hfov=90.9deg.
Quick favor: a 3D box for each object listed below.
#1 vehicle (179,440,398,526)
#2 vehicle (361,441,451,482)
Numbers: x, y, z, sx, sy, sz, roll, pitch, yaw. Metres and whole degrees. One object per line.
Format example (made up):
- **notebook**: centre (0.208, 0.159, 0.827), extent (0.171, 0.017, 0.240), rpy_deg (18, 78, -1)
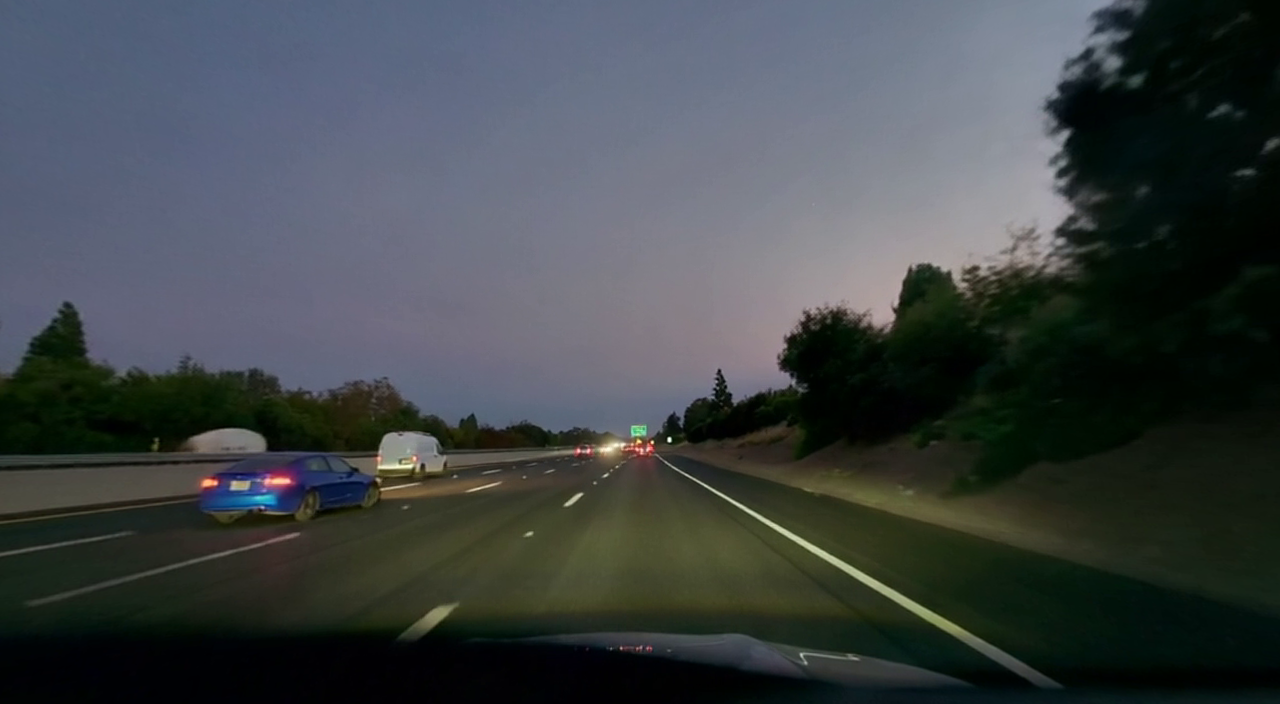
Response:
- **vehicle**: centre (-7.158, 2.680, 13.608), extent (1.981, 1.486, 4.735), rpy_deg (0, -8, 0)
- **vehicle**: centre (-10.887, 5.128, 29.814), extent (2.249, 1.735, 5.018), rpy_deg (0, -8, 1)
